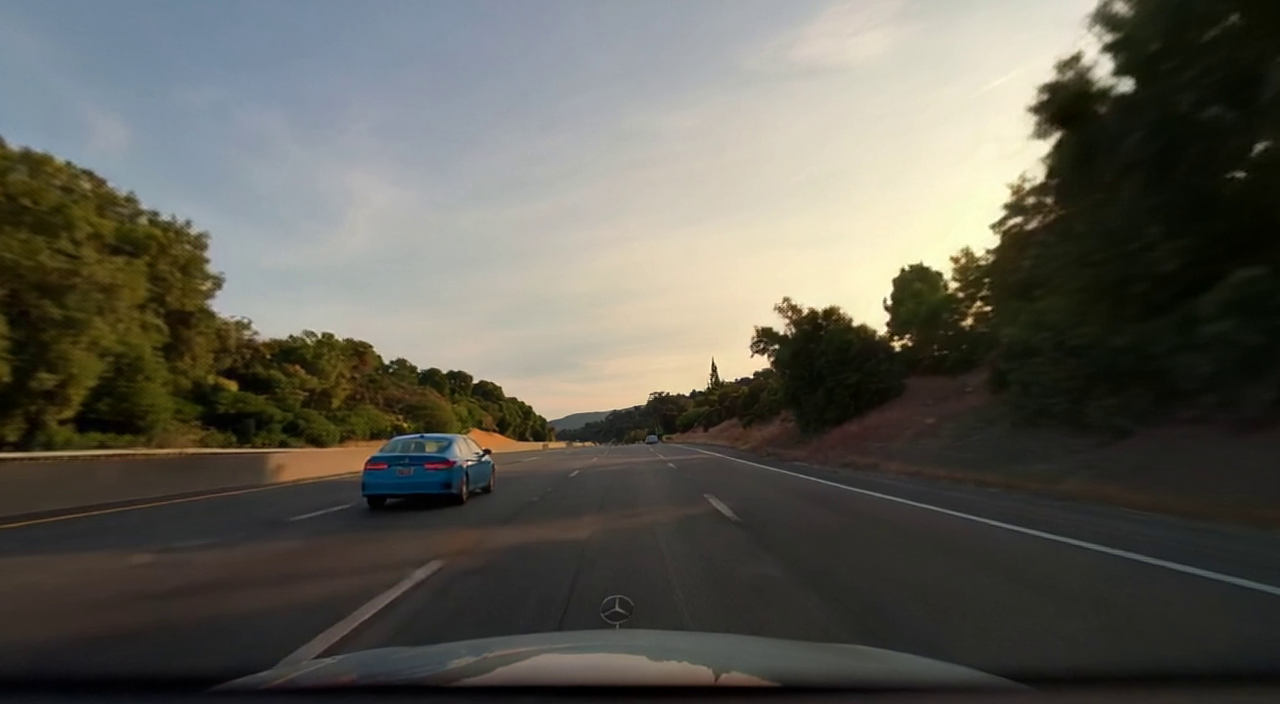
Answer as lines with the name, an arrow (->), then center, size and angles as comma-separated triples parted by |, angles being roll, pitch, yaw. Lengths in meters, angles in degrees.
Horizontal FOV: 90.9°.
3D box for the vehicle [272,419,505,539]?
vehicle -> -3.695, 1.919, 10.279 | 2.026, 1.517, 4.325 | 0, -8, 0
